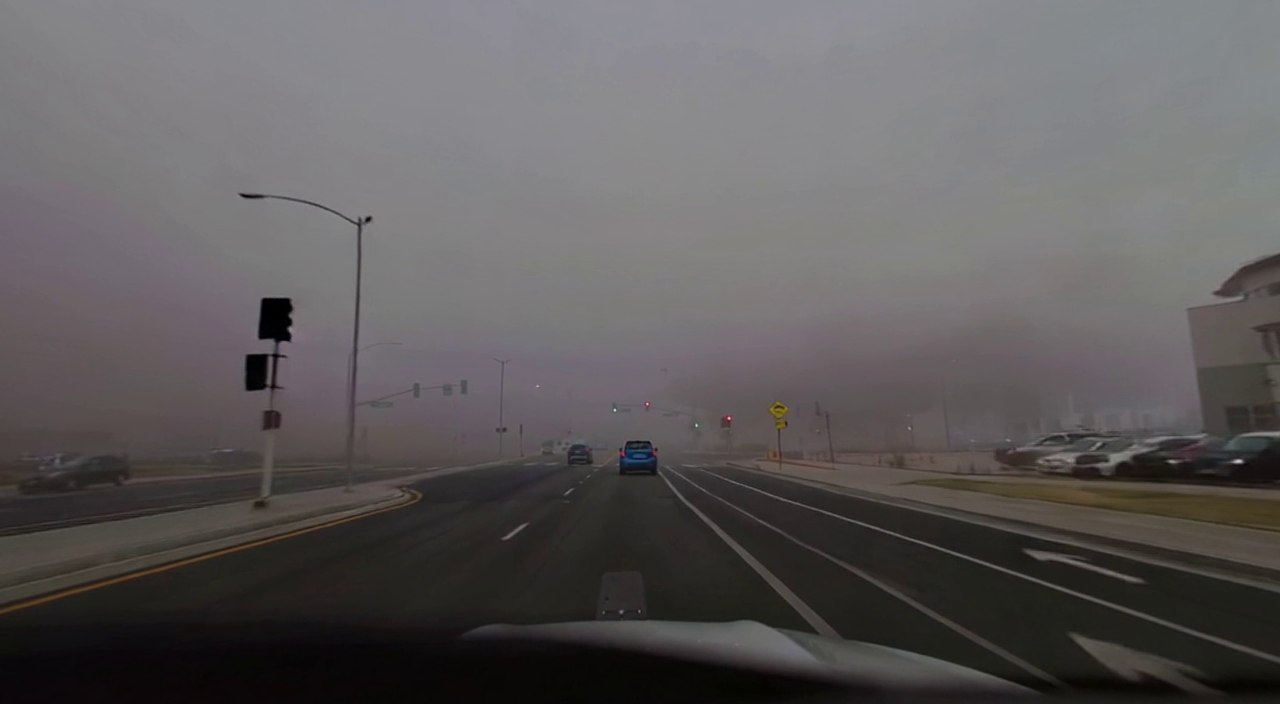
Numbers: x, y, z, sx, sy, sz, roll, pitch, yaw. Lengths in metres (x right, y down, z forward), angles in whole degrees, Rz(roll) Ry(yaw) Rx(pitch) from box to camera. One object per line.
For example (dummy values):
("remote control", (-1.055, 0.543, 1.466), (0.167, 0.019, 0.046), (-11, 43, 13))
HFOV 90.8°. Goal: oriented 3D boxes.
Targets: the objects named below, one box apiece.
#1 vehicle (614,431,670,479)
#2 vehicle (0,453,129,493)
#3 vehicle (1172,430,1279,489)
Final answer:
("vehicle", (0.040, 4.555, 28.110), (2.273, 1.909, 5.075), (0, -9, -1))
("vehicle", (-26.224, 5.436, 28.678), (2.031, 1.622, 4.722), (0, -9, 0))
("vehicle", (18.773, 3.178, 18.854), (3.892, 1.624, 2.085), (0, -9, -3))
